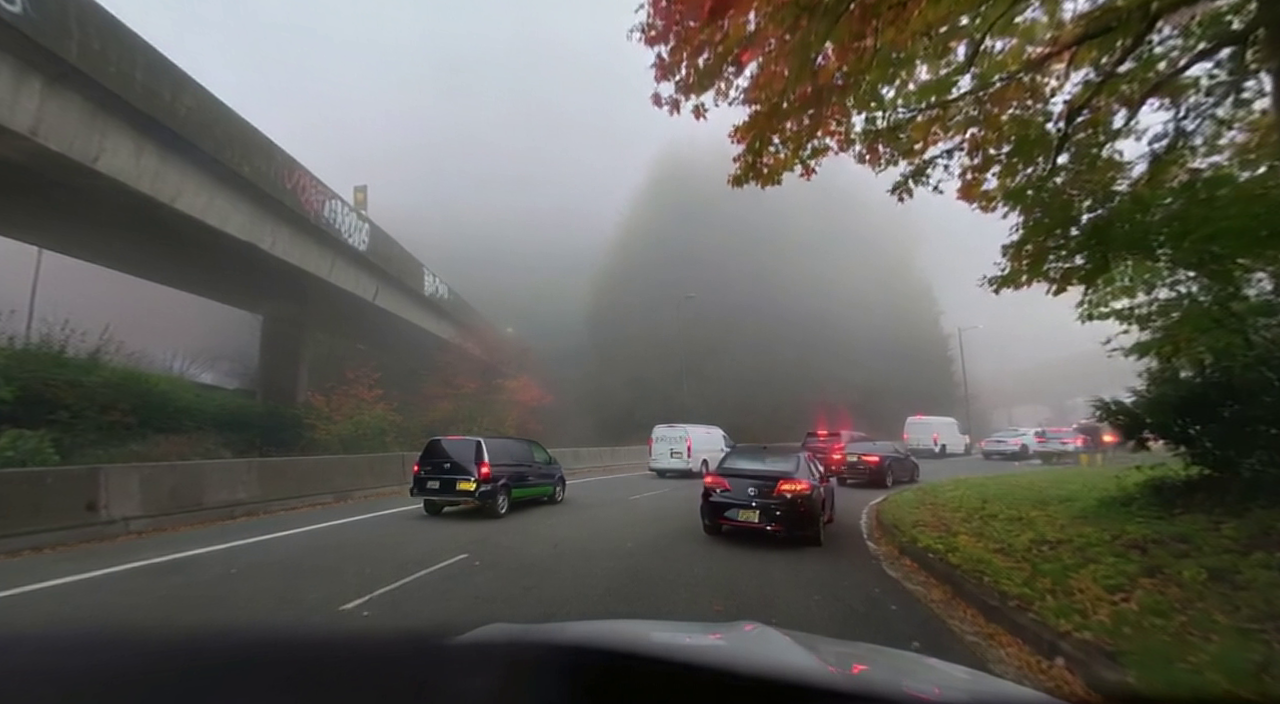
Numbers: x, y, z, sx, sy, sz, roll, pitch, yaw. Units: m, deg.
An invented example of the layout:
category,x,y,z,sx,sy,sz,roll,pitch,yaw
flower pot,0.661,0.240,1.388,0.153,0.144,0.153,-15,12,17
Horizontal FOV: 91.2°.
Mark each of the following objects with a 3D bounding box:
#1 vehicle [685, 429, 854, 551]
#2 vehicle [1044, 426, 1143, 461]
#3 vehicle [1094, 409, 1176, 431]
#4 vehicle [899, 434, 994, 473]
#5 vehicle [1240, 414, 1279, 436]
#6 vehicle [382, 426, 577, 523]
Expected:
category,x,y,z,sx,sy,sz,roll,pitch,yaw
vehicle,2.243,2.073,10.037,2.064,1.515,3.722,-4,-9,20
vehicle,20.899,4.235,28.868,3.934,1.485,1.763,4,-10,-22
vehicle,36.833,5.112,46.721,1.835,1.520,4.294,4,-10,-27
vehicle,12.324,4.041,25.085,3.902,1.446,1.780,7,-11,-37
vehicle,49.540,5.643,48.527,1.784,1.576,4.027,6,-11,-35
vehicle,-2.874,2.320,12.339,1.921,1.554,4.081,-3,-9,15
